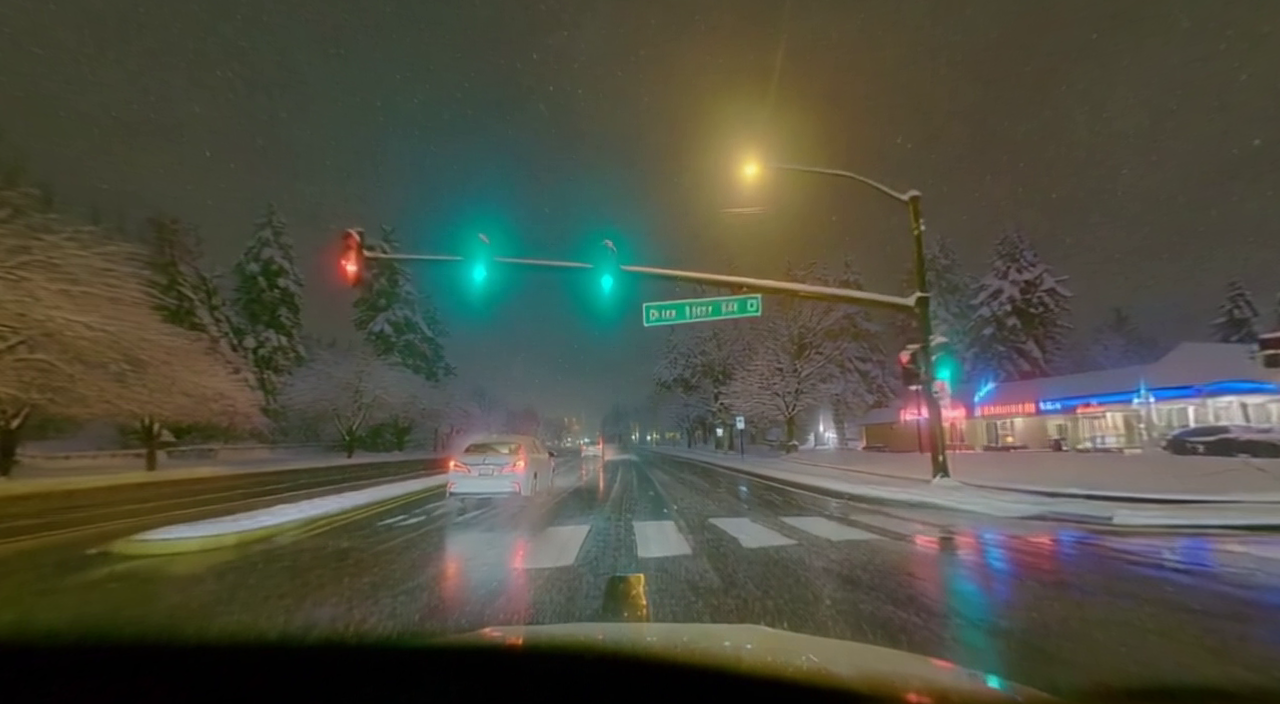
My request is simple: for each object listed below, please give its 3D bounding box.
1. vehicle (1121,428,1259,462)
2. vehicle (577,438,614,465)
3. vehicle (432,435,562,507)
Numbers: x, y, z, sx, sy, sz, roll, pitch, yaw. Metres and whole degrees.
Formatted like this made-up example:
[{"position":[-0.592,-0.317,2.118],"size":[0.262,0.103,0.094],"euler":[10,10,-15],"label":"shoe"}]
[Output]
[{"position":[33.263,5.664,38.365],"size":[2.079,1.837,5.802],"euler":[5,-10,-30],"label":"vehicle"},{"position":[-2.966,6.707,42.549],"size":[2.109,1.692,4.220],"euler":[0,-8,1],"label":"vehicle"},{"position":[-3.266,2.806,15.397],"size":[2.018,1.477,4.401],"euler":[0,-8,2],"label":"vehicle"}]
